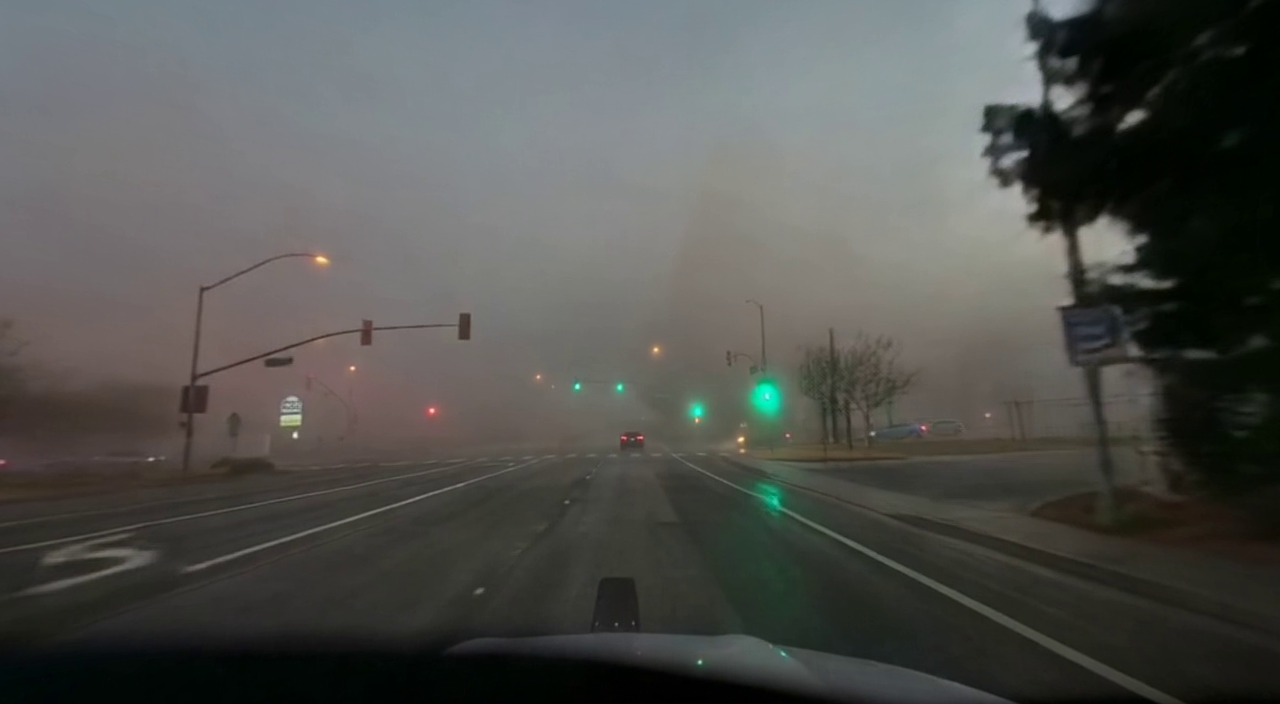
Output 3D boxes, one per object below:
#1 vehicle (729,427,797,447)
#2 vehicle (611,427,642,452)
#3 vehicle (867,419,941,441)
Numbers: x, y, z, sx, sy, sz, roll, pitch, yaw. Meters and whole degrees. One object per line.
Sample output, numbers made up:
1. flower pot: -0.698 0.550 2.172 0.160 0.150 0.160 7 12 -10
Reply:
1. vehicle: 9.370 6.519 48.367 4.794 1.511 1.992 1 -8 -3
2. vehicle: -0.926 6.088 43.979 2.024 1.628 4.774 0 -8 -1
3. vehicle: 20.200 6.021 48.496 4.710 1.588 2.053 0 -8 -2
